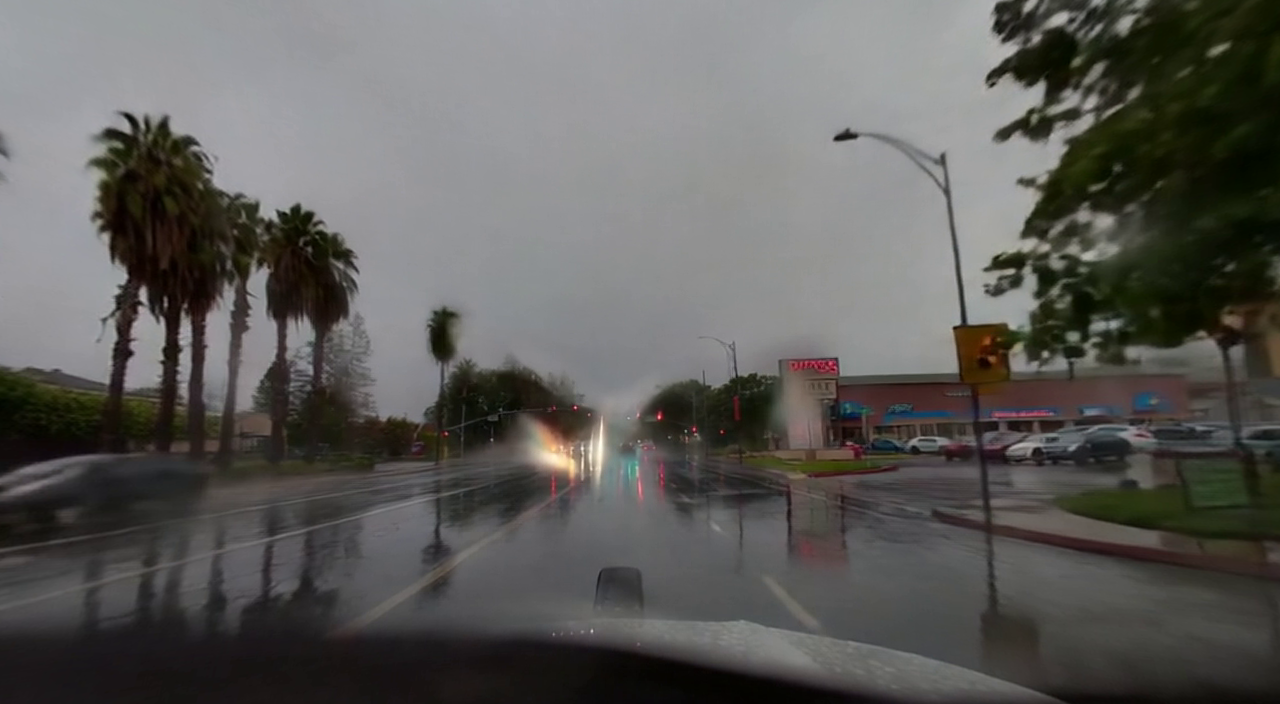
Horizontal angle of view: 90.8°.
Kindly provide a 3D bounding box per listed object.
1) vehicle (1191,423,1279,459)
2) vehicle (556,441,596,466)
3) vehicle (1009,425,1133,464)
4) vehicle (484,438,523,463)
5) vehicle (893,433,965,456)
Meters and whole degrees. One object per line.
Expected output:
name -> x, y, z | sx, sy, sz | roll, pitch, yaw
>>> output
vehicle -> 27.175, 3.828, 27.063 | 4.809, 1.499, 2.130 | -4, -10, 23
vehicle -> -4.004, 6.422, 40.214 | 2.181, 1.483, 4.123 | 0, -9, -1
vehicle -> 20.534, 4.458, 30.378 | 4.548, 1.741, 1.971 | -4, -10, 25
vehicle -> -10.407, 7.533, 48.377 | 2.022, 1.746, 4.406 | 0, -9, 0
vehicle -> 20.997, 6.759, 45.894 | 4.505, 1.584, 2.015 | -5, -10, 27
